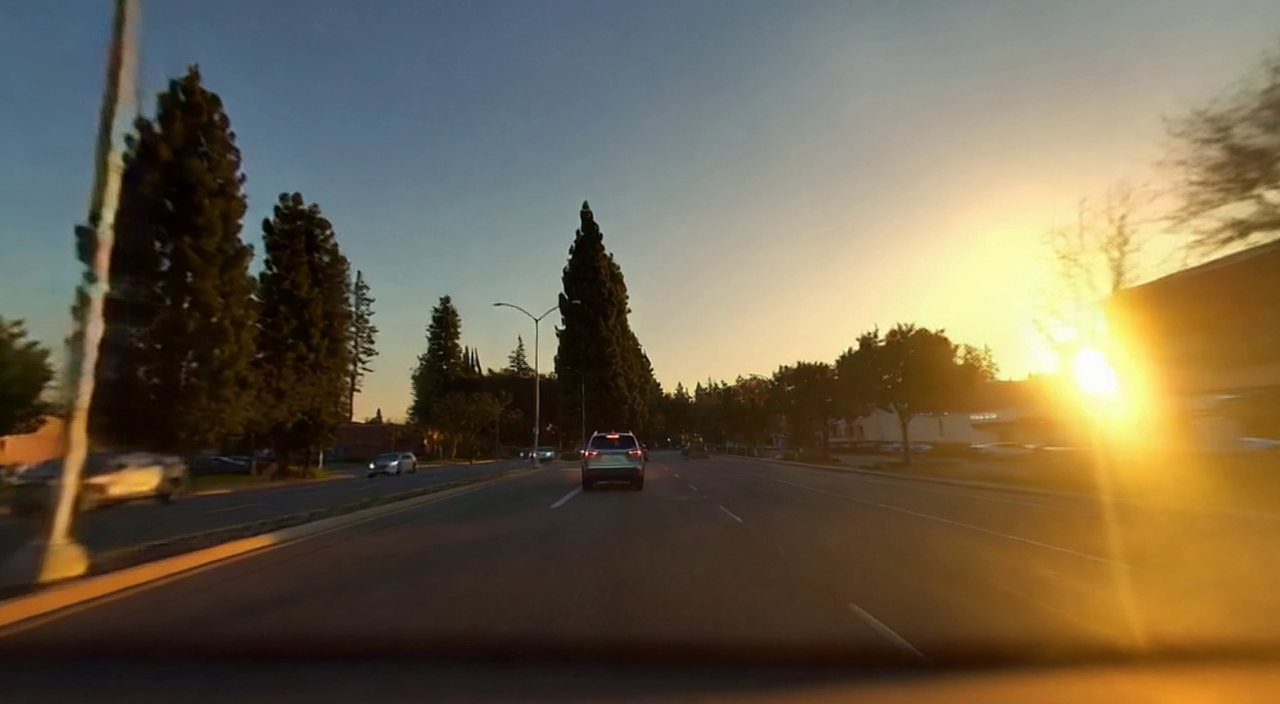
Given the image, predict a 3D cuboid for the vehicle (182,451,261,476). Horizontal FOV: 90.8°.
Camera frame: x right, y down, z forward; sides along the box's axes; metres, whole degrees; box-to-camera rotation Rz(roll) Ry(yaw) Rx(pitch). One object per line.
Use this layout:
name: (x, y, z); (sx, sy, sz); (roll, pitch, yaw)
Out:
vehicle: (-29.204, 7.787, 44.175); (4.287, 1.464, 2.016); (-3, -7, 7)

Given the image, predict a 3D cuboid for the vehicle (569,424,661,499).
vehicle: (-0.774, 3.119, 18.394); (2.300, 1.870, 4.936); (0, -8, -3)

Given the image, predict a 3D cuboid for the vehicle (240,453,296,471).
vehicle: (-29.232, 8.650, 49.672); (3.327, 1.360, 1.672); (-1, -9, 4)

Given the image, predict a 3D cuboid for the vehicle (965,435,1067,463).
vehicle: (20.722, 5.366, 34.951); (4.339, 1.456, 2.030); (0, -8, -2)

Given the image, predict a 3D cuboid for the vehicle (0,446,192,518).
vehicle: (-16.267, 3.746, 18.925); (2.127, 1.836, 4.833); (0, -8, 0)

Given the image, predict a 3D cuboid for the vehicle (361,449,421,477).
vehicle: (-15.575, 6.931, 39.787); (2.022, 1.615, 4.324); (0, -8, 0)

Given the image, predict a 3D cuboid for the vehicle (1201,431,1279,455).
vehicle: (39.780, 5.944, 41.265); (4.167, 1.455, 2.067); (-1, -8, 0)
